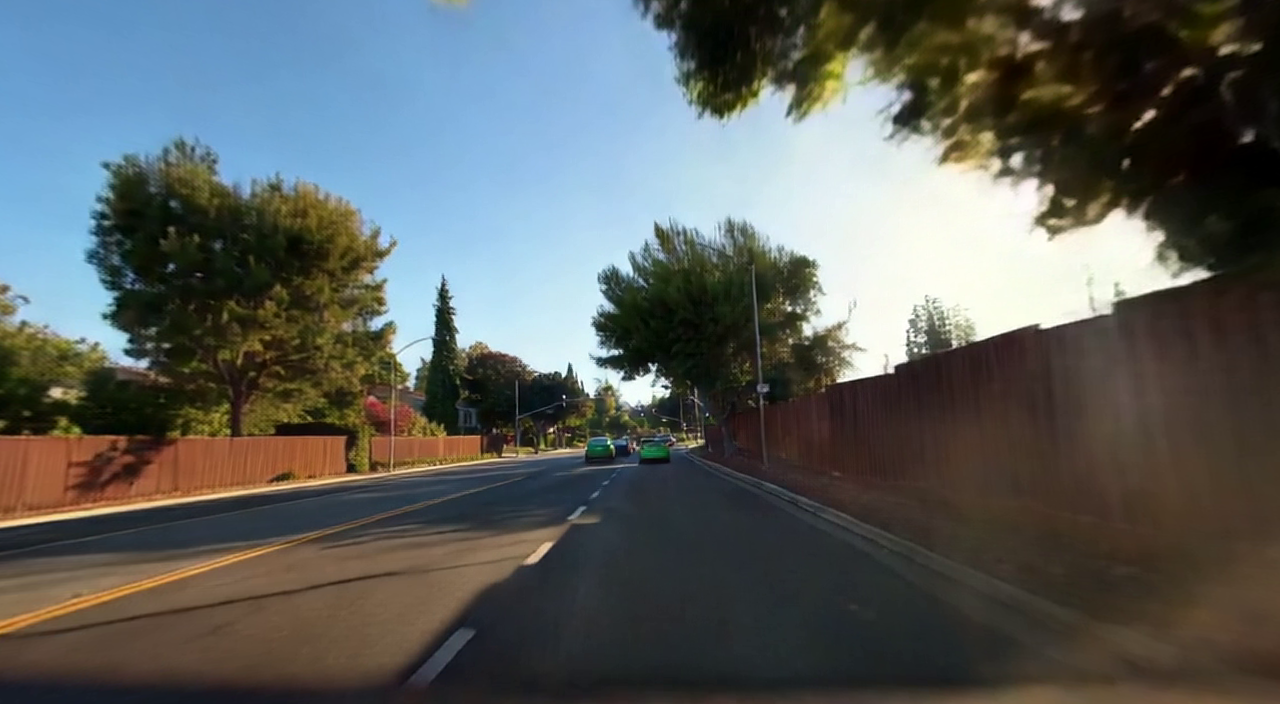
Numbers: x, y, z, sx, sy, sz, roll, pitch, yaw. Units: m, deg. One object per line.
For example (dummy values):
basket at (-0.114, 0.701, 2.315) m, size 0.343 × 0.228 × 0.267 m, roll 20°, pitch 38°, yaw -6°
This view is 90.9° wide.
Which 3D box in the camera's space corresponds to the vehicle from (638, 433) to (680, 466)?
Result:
vehicle at (0.993, 5.266, 34.206) m, size 2.127 × 1.665 × 3.993 m, roll 0°, pitch -9°, yaw 0°

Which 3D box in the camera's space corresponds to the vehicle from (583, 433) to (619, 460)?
vehicle at (-2.679, 6.637, 44.085) m, size 2.190 × 1.766 × 4.394 m, roll 0°, pitch -9°, yaw 1°
